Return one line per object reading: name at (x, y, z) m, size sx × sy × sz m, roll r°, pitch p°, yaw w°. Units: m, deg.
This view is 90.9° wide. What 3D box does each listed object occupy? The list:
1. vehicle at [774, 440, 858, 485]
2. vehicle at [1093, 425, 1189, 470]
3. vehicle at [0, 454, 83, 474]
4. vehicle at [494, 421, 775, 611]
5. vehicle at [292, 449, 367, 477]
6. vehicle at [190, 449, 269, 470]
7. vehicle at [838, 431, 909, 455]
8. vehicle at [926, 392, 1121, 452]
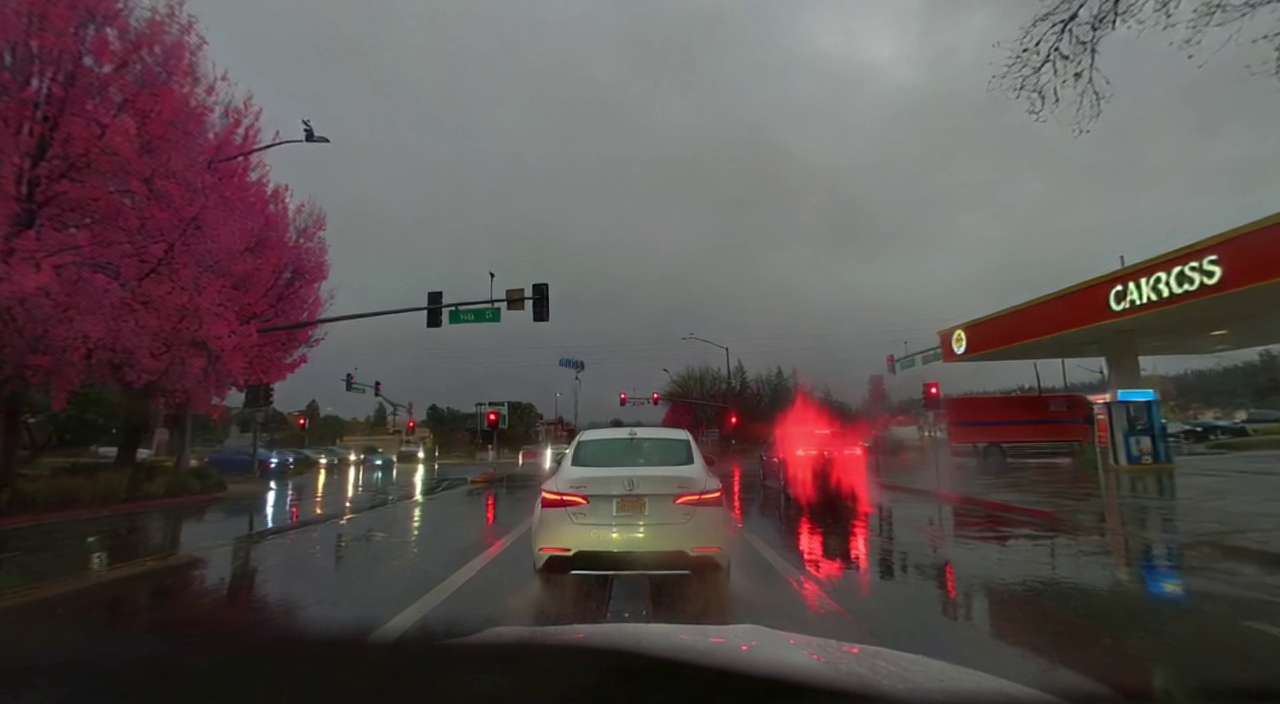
vehicle at (6.526, 4.129, 23.937) m, size 1.942 × 1.511 × 4.390 m, roll 0°, pitch -8°, yaw 0°
vehicle at (18.570, 3.506, 23.289) m, size 4.300 × 1.495 × 2.053 m, roll 8°, pitch -12°, yaw -43°
vehicle at (-44.295, 8.275, 46.635) m, size 4.511 × 1.407 × 1.764 m, roll -1°, pitch -8°, yaw 4°
vehicle at (-0.062, 1.598, 7.081) m, size 2.213 × 1.482 × 4.057 m, roll 0°, pitch -8°, yaw -1°
vehicle at (-18.375, 6.512, 37.200) m, size 4.609 × 1.465 × 1.944 m, roll -6°, pitch -10°, yaw 36°
vehicle at (-29.454, 7.724, 45.303) m, size 4.466 × 1.438 × 1.837 m, roll -1°, pitch -8°, yaw 5°
vehicle at (18.113, 7.057, 49.034) m, size 4.656 × 1.605 × 1.942 m, roll -3°, pitch -8°, yaw 4°
vehicle at (26.049, 4.899, 43.397) m, size 10.890 × 3.868 × 3.021 m, roll -1°, pitch -8°, yaw 7°
